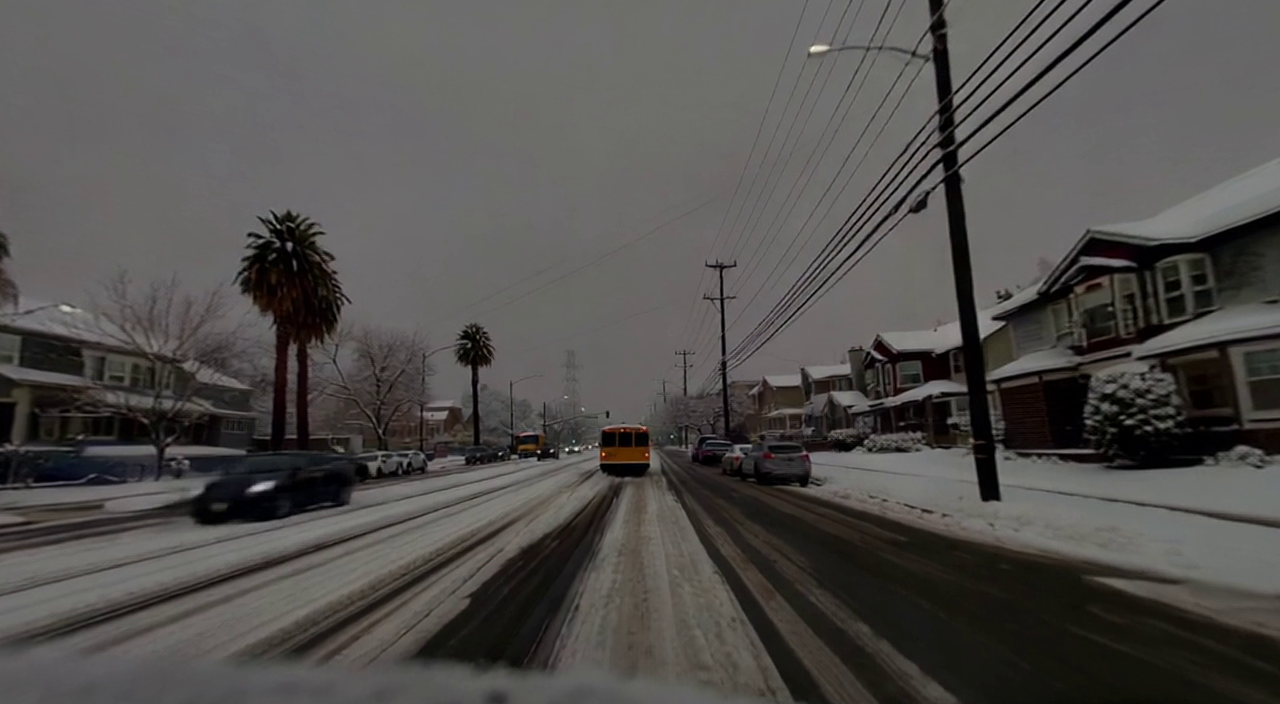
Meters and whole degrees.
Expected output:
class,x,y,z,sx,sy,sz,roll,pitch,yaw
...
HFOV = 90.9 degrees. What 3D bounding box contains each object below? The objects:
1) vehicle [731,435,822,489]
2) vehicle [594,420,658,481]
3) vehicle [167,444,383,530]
class,x,y,z,sx,sy,sz,roll,pitch,yaw
vehicle,4.289,3.514,20.493,1.946,1.530,4.240,0,-8,-1
vehicle,-0.617,3.669,23.715,2.168,2.040,4.527,0,-8,-3
vehicle,-7.143,2.630,13.012,1.844,1.453,4.414,0,-8,0
